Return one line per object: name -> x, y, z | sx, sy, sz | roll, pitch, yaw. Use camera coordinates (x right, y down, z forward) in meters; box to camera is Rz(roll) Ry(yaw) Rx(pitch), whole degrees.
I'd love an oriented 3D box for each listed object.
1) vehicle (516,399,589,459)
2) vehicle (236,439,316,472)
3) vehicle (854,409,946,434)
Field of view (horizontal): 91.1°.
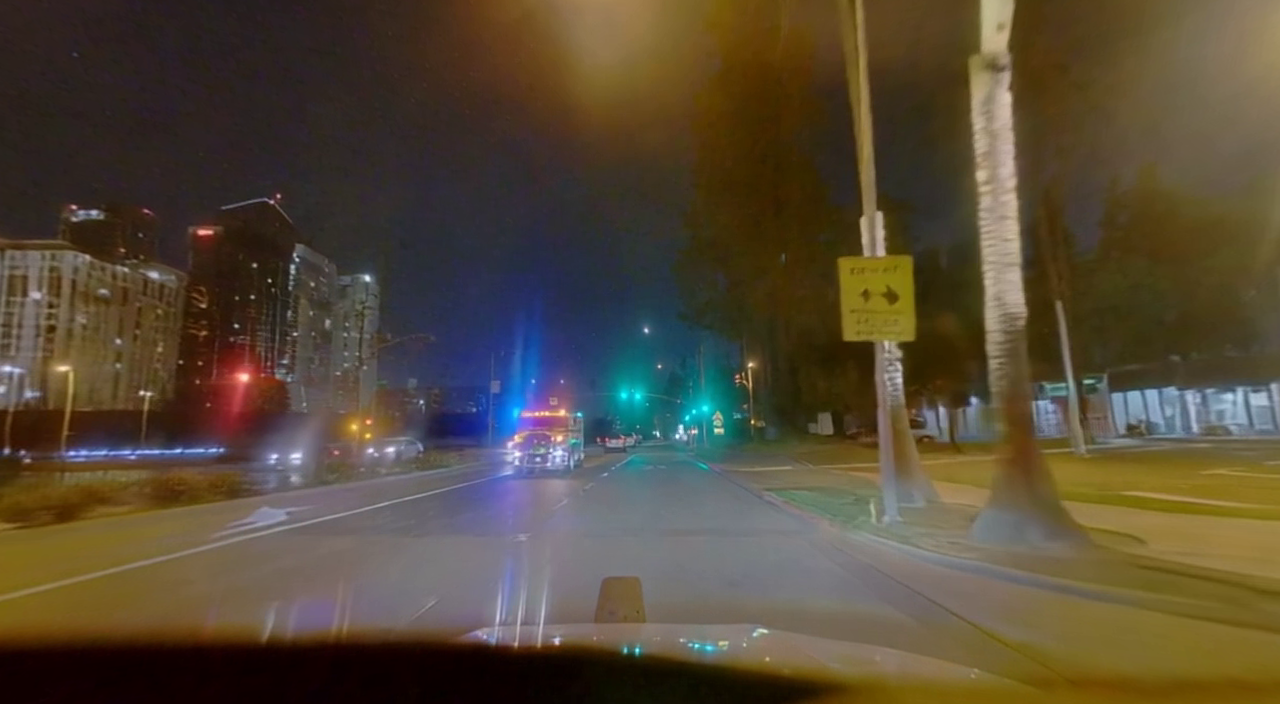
vehicle -> -5.978, 5.723, 45.487 | 3.008, 3.730, 11.786 | 0, -8, 3
vehicle -> -21.447, 6.117, 37.224 | 1.988, 1.811, 4.399 | 0, -8, 2
vehicle -> 15.690, 4.214, 38.082 | 4.663, 1.457, 2.045 | 0, -7, 3
